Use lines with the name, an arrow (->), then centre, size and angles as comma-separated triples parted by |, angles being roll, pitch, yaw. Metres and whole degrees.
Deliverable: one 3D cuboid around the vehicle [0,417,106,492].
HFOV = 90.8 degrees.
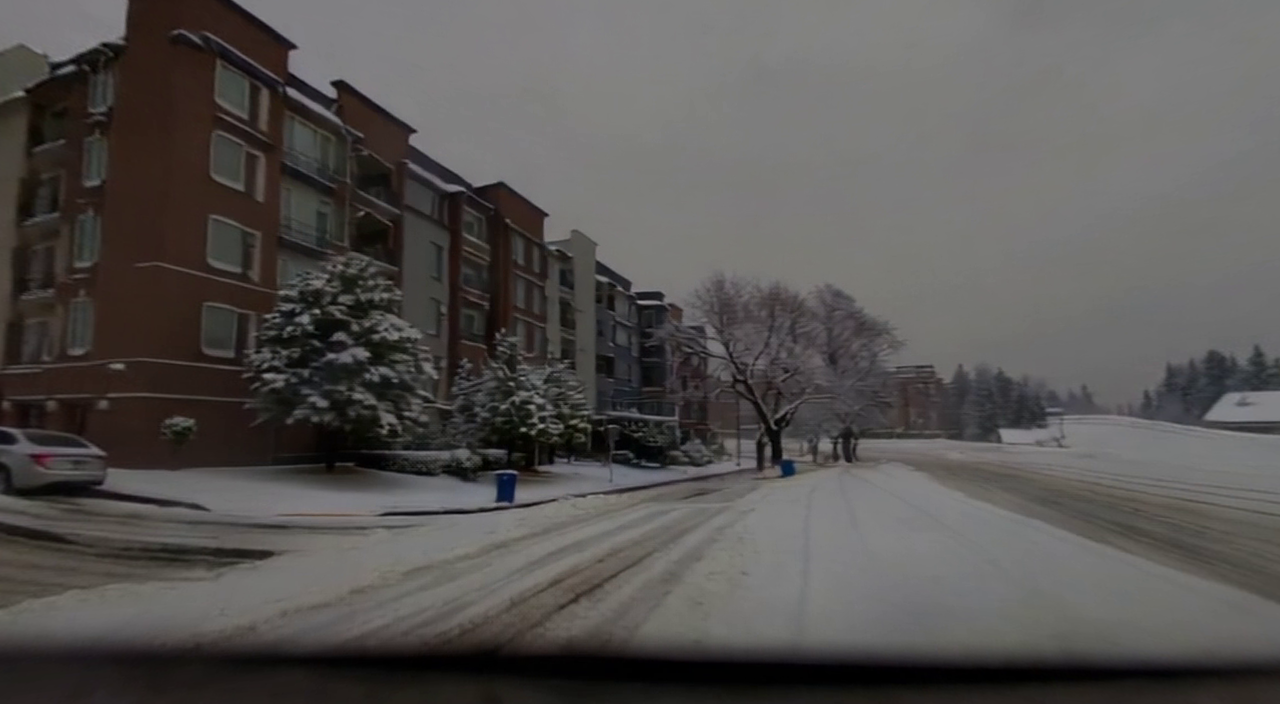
vehicle -> -14.204, 2.220, 13.800 | 4.322, 1.436, 1.827 | -3, -9, 19
